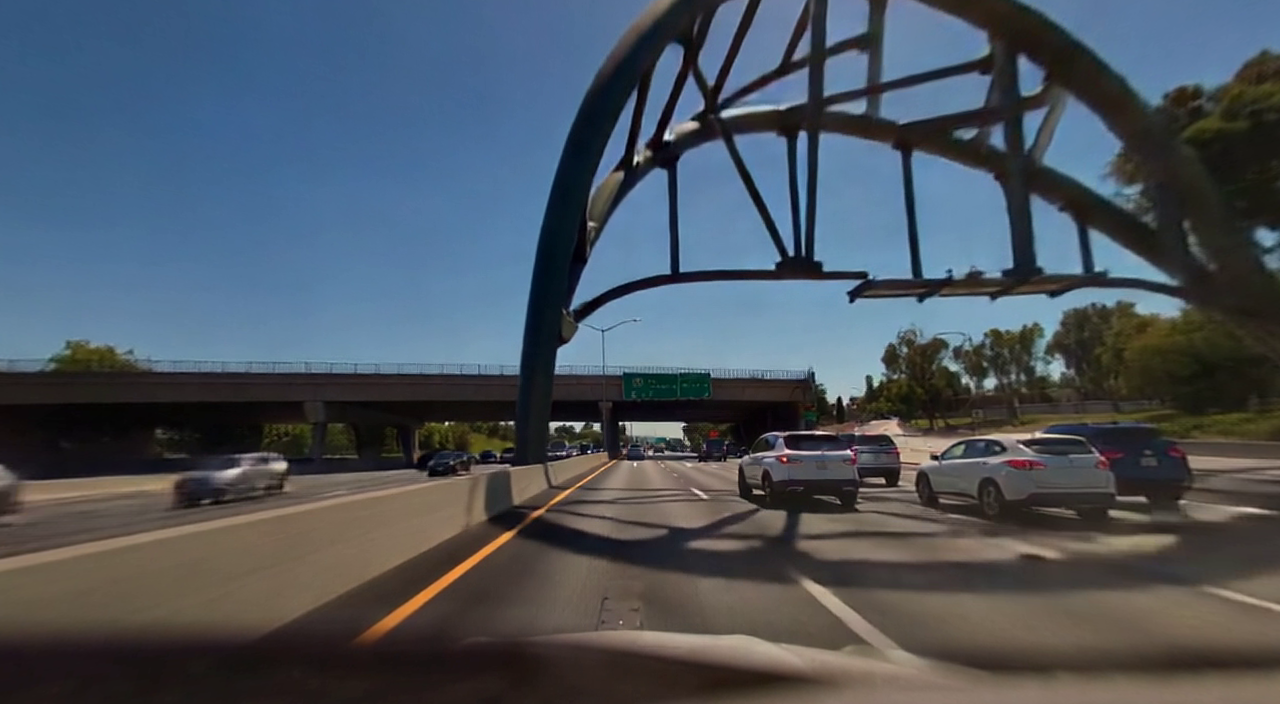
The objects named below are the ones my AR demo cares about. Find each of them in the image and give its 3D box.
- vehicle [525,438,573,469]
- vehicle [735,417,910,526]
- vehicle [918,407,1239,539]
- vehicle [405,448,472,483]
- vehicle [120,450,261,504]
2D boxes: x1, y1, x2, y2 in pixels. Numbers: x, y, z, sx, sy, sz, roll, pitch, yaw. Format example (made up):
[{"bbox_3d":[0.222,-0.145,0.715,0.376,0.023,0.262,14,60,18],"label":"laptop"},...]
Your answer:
[{"bbox_3d":[-6.030,6.827,42.687,2.405,1.932,5.424,0,-9,0],"label":"vehicle"},{"bbox_3d":[3.218,2.223,12.237,2.059,1.711,4.302,0,-8,-1],"label":"vehicle"},{"bbox_3d":[7.133,2.027,11.205,2.040,1.801,4.959,0,-9,-1],"label":"vehicle"},{"bbox_3d":[-9.343,5.246,29.546,1.922,1.523,3.645,0,-8,0],"label":"vehicle"},{"bbox_3d":[-16.068,4.451,22.942,1.892,1.693,4.393,0,-8,0],"label":"vehicle"}]
